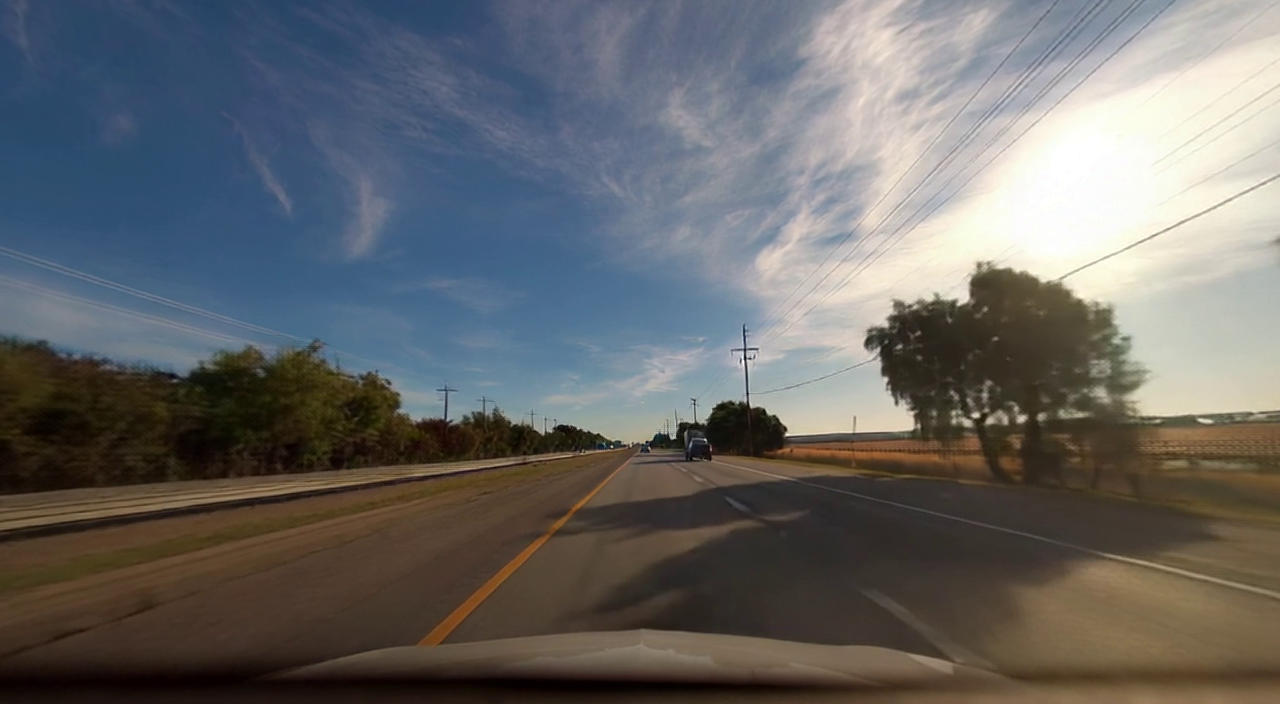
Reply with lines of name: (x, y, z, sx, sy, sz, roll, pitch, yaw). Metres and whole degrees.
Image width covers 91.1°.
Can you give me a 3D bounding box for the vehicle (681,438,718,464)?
vehicle: (4.510, 7.639, 48.480, 2.228, 1.852, 5.449, 0, -8, -1)
